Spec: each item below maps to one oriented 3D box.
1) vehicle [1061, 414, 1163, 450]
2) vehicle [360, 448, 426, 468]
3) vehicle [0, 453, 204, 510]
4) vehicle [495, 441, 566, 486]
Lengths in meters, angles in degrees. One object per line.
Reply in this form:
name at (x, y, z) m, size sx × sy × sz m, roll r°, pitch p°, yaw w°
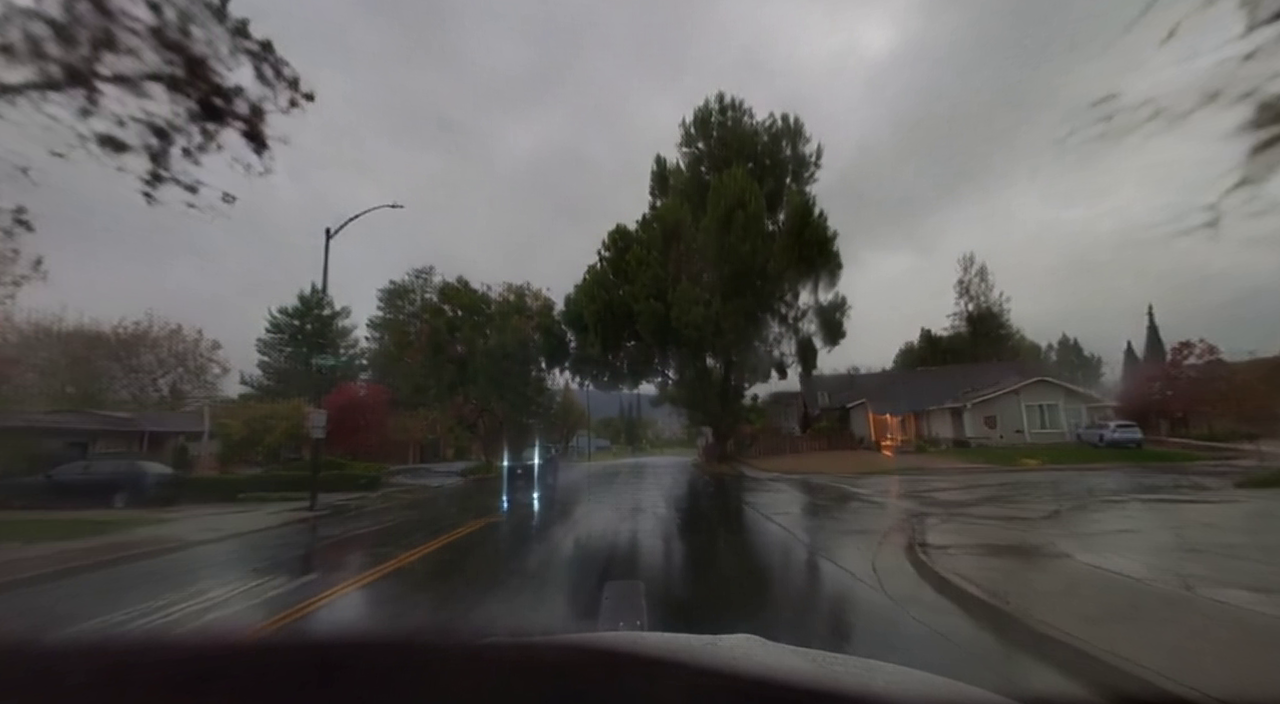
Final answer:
vehicle at (23.108, 3.990, 31.151) m, size 1.875 × 1.609 × 4.322 m, roll -1°, pitch -9°, yaw 4°
vehicle at (-18.853, 8.098, 48.456) m, size 4.373 × 1.464 × 1.917 m, roll 1°, pitch -9°, yaw -10°
vehicle at (-15.360, 3.655, 18.042) m, size 4.370 × 1.482 × 1.926 m, roll 0°, pitch -9°, yaw 2°
vehicle at (-4.385, 4.521, 25.975) m, size 2.025 × 1.660 × 4.151 m, roll 0°, pitch -9°, yaw 2°
